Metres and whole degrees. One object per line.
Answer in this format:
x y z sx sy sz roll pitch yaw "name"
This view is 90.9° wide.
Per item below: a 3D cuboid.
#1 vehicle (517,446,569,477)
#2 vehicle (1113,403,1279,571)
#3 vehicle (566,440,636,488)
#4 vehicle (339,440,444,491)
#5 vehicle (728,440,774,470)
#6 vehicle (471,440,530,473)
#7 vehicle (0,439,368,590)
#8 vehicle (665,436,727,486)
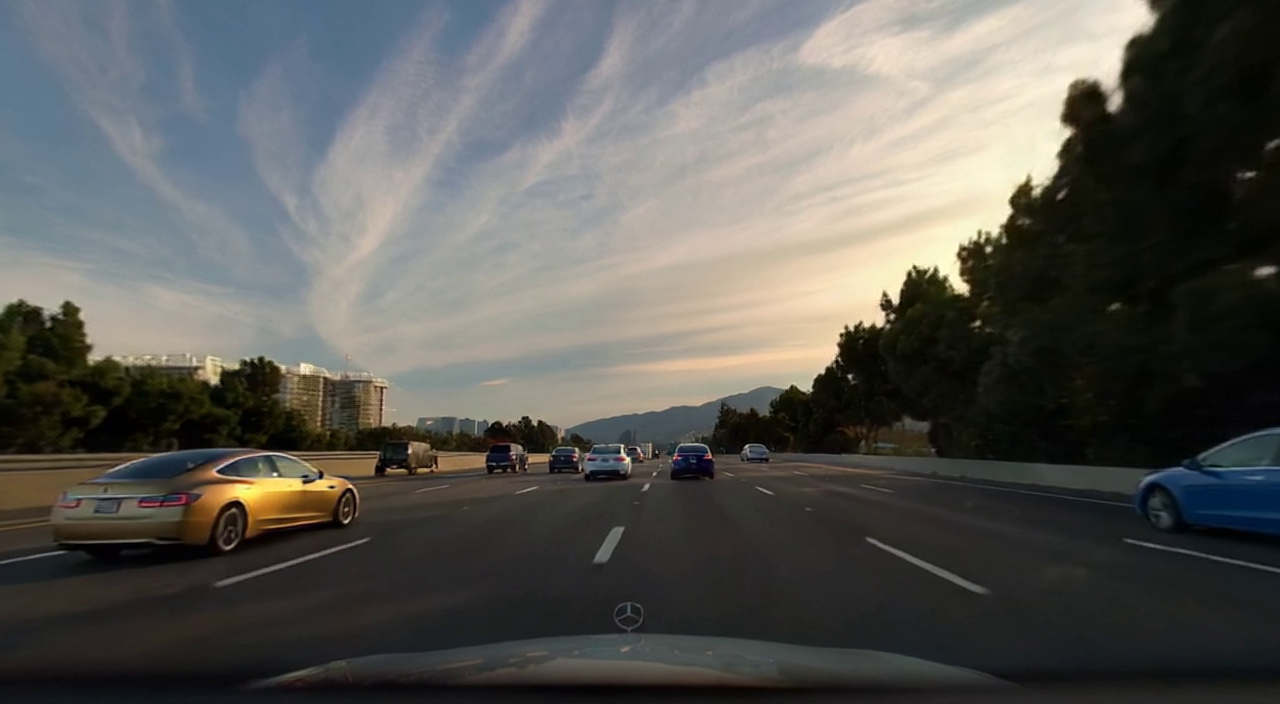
-4.930 5.615 32.563 1.886 1.455 4.148 -1 -8 3 "vehicle"
7.645 1.366 6.314 1.960 1.726 5.016 0 -8 1 "vehicle"
-1.344 4.124 23.594 2.102 1.624 4.257 -1 -8 3 "vehicle"
-9.141 4.187 23.661 1.947 1.683 4.331 -1 -8 3 "vehicle"
6.983 6.516 40.124 2.071 1.754 4.484 0 -8 0 "vehicle"
-8.395 6.341 38.447 2.187 1.851 5.085 -1 -8 3 "vehicle"
-5.938 1.966 8.667 2.116 1.473 4.644 -1 -8 3 "vehicle"
2.016 4.090 23.929 2.114 1.715 4.136 -1 -8 2 "vehicle"
